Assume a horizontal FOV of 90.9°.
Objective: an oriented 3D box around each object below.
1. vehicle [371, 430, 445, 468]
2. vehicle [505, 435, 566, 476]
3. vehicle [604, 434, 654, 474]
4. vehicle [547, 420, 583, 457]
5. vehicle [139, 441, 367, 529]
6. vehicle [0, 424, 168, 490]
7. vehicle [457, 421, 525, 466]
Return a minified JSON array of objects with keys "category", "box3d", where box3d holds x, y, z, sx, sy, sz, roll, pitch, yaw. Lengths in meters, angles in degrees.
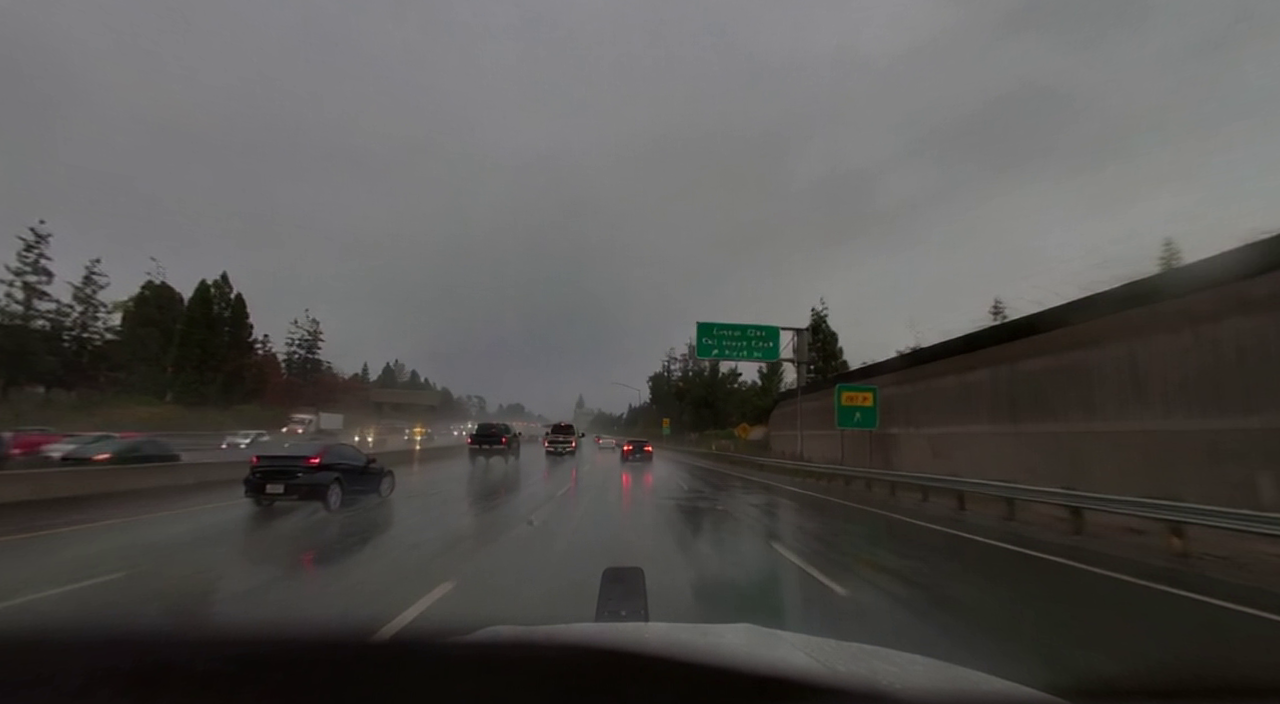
[{"category":"vehicle","box3d":[-12.120,5.112,33.368,2.079,1.807,5.187,0,-8,-2]},{"category":"vehicle","box3d":[-4.440,4.464,27.518,2.005,1.631,4.295,0,-8,-1]},{"category":"vehicle","box3d":[-0.536,4.592,28.620,2.092,1.671,3.772,0,-8,-2]},{"category":"vehicle","box3d":[-5.719,6.715,48.947,2.279,2.672,5.256,0,-8,-2]},{"category":"vehicle","box3d":[-7.547,2.589,12.959,1.896,1.465,4.399,0,-8,0]},{"category":"vehicle","box3d":[-15.986,2.897,17.630,2.083,1.577,4.648,0,-8,-2]},{"category":"vehicle","box3d":[-8.574,5.355,37.027,2.773,2.402,6.232,0,-8,-3]}]
